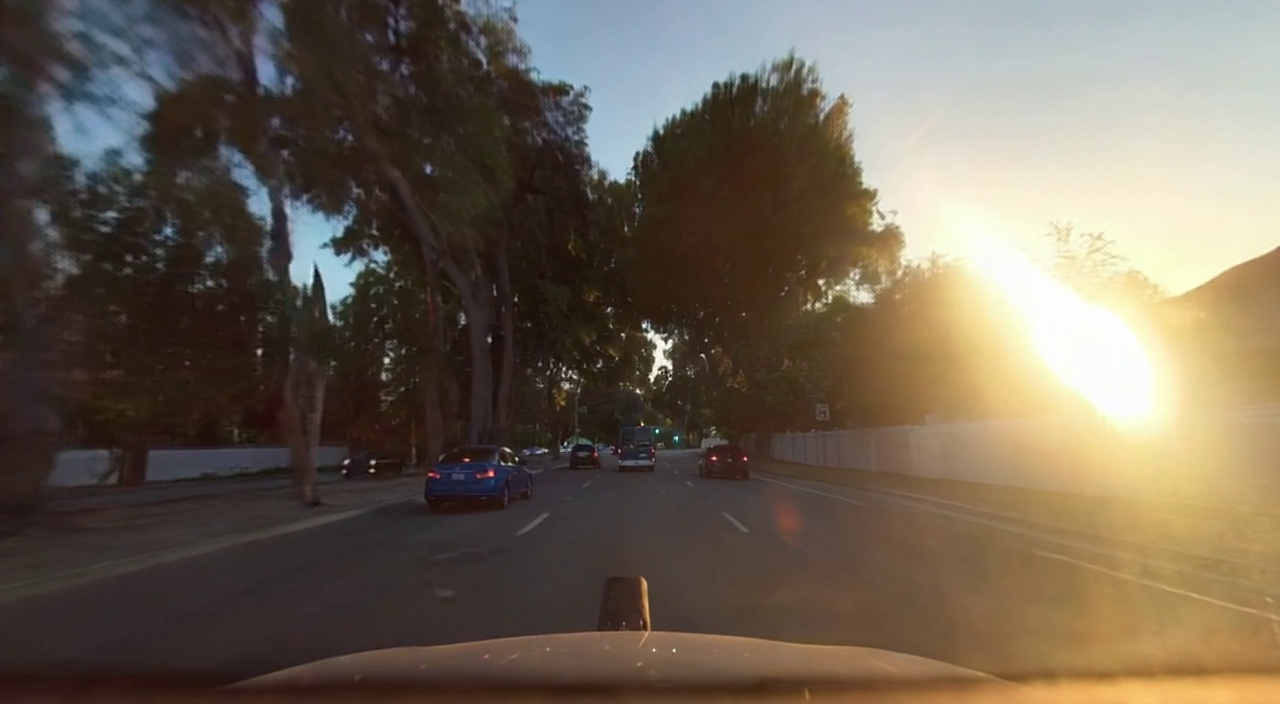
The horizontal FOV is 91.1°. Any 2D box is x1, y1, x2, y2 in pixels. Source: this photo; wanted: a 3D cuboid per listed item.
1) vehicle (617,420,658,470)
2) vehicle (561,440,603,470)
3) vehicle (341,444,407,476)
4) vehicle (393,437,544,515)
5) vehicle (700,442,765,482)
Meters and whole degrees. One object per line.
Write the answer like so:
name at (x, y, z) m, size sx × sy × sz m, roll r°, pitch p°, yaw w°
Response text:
vehicle at (-0.095, 5.642, 38.109) m, size 2.311 × 2.726 × 5.814 m, roll 0°, pitch -9°, yaw 1°
vehicle at (-3.383, 6.119, 37.483) m, size 2.021 × 1.715 × 4.329 m, roll 0°, pitch -8°, yaw 1°
vehicle at (-17.412, 7.072, 41.404) m, size 2.129 × 1.952 × 5.079 m, roll 0°, pitch -8°, yaw 0°
vehicle at (-3.630, 2.714, 14.328) m, size 2.036 × 1.474 × 4.647 m, roll 0°, pitch -8°, yaw 1°
vehicle at (3.622, 4.390, 25.363) m, size 1.945 × 1.469 × 4.258 m, roll 0°, pitch -8°, yaw 0°
